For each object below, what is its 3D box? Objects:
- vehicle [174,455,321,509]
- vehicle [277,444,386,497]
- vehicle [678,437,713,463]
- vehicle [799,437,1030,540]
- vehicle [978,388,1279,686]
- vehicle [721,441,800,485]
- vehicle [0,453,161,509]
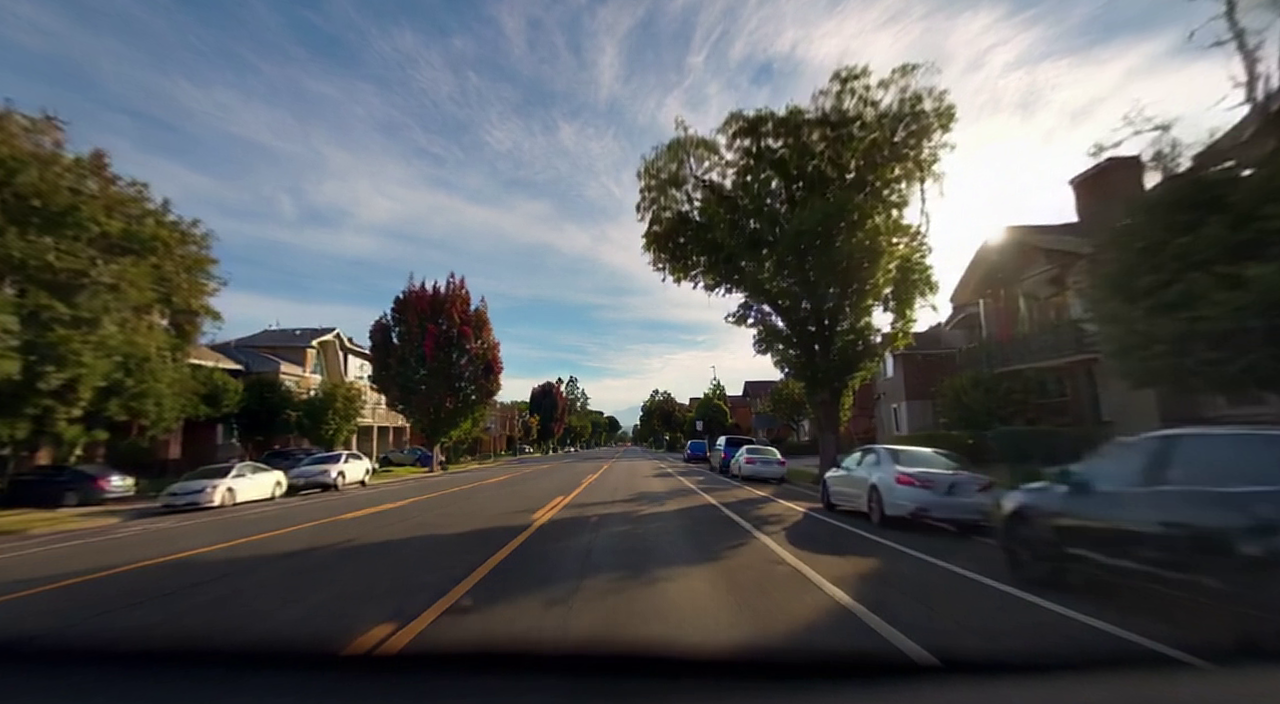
[{"bbox_3d":[-12.751,4.205,20.968,1.954,1.491,4.633,0,-8,-1],"label":"vehicle"},{"bbox_3d":[-12.770,4.887,26.662,2.149,1.865,5.247,-3,-8,-2],"label":"vehicle"},{"bbox_3d":[4.210,7.584,49.011,2.052,1.859,4.778,0,-8,-3],"label":"vehicle"},{"bbox_3d":[4.660,2.363,11.708,2.024,1.491,4.647,0,-8,-2],"label":"vehicle"},{"bbox_3d":[4.698,1.205,4.540,1.927,1.718,4.679,0,-8,0],"label":"vehicle"},{"bbox_3d":[4.467,4.186,24.170,1.923,1.493,4.628,0,-8,-2],"label":"vehicle"},{"bbox_3d":[-17.380,3.808,18.811,4.661,1.523,1.841,0,-8,0],"label":"vehicle"}]
